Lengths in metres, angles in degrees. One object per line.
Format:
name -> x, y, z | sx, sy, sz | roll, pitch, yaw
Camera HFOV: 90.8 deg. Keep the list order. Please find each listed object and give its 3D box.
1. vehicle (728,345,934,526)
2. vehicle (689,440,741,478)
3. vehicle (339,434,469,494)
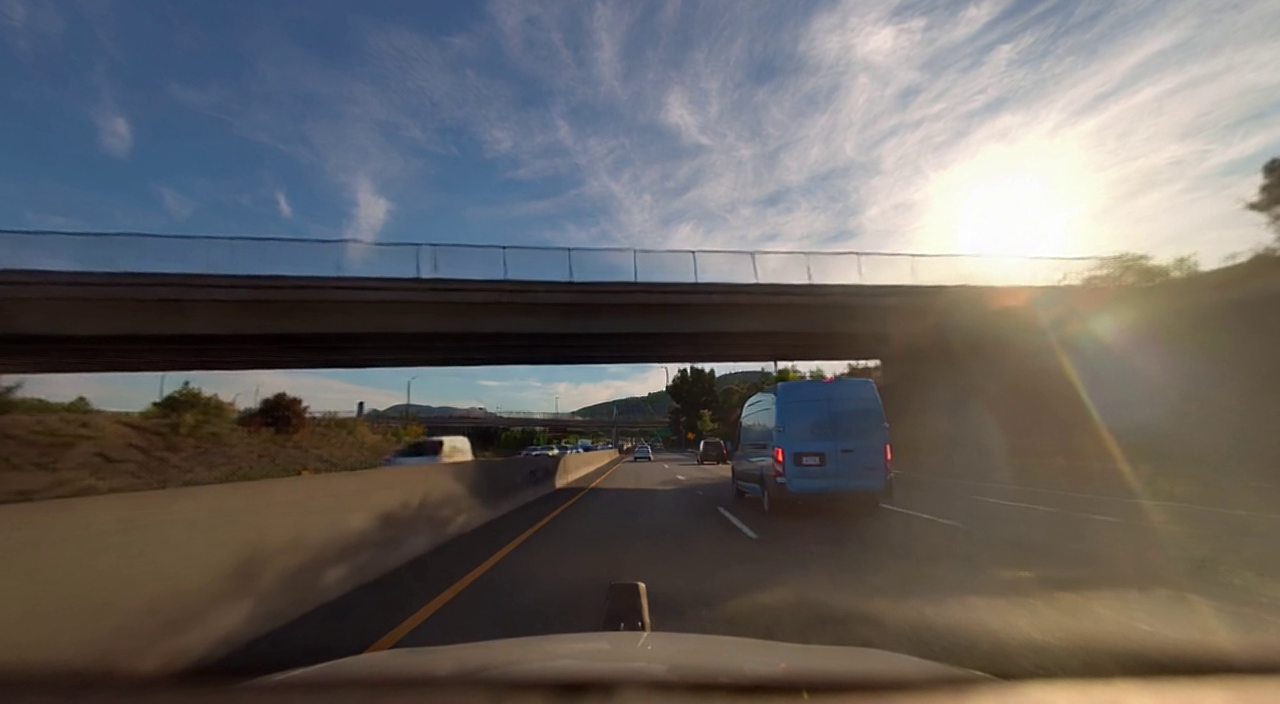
vehicle -> 3.807, 1.962, 14.499 | 2.460, 3.155, 6.902 | 0, -9, 0
vehicle -> 3.593, 5.226, 31.013 | 2.009, 1.731, 4.149 | 0, -9, -1
vehicle -> -7.200, 3.478, 19.919 | 2.317, 1.632, 4.613 | 0, -9, 0
